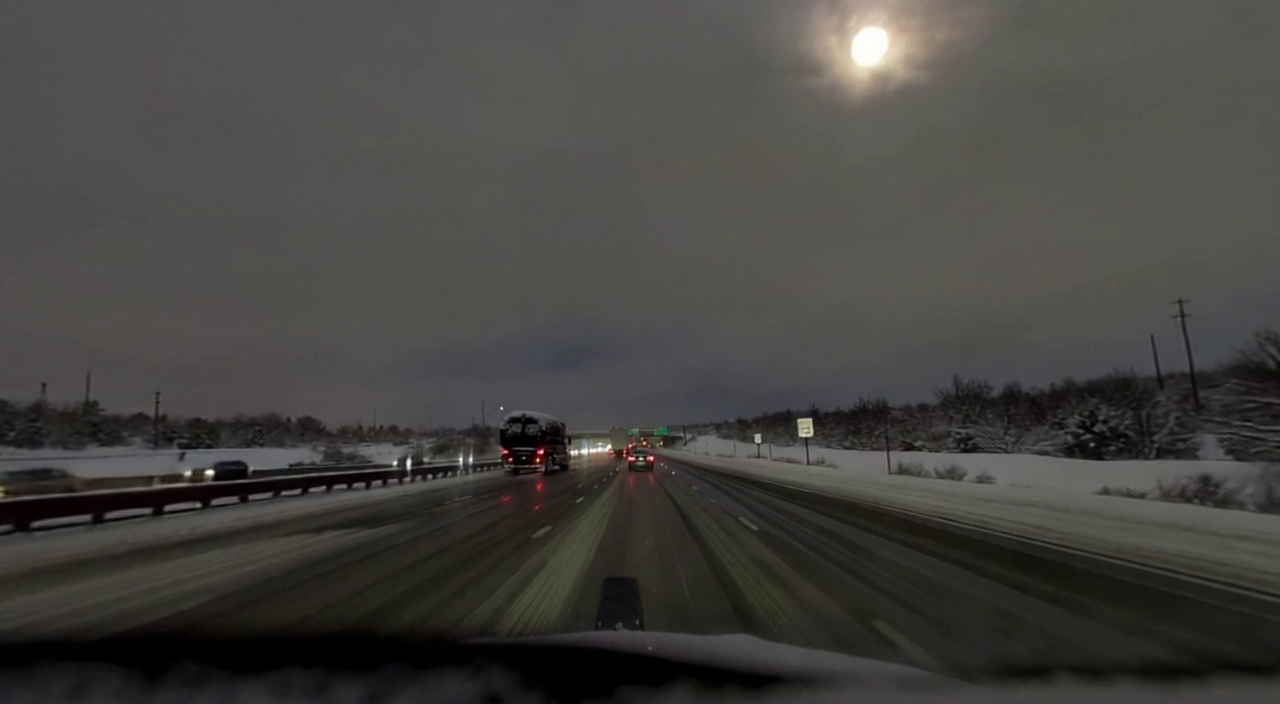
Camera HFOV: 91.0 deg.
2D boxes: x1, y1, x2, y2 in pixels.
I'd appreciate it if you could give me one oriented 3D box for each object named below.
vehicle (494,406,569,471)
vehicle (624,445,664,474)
[{"bbox_3d":[-6.984,5.922,42.632,3.067,3.804,11.136,0,-9,0],"label":"vehicle"},{"bbox_3d":[0.169,5.822,34.299,2.066,1.469,4.050,0,-9,-1],"label":"vehicle"}]
